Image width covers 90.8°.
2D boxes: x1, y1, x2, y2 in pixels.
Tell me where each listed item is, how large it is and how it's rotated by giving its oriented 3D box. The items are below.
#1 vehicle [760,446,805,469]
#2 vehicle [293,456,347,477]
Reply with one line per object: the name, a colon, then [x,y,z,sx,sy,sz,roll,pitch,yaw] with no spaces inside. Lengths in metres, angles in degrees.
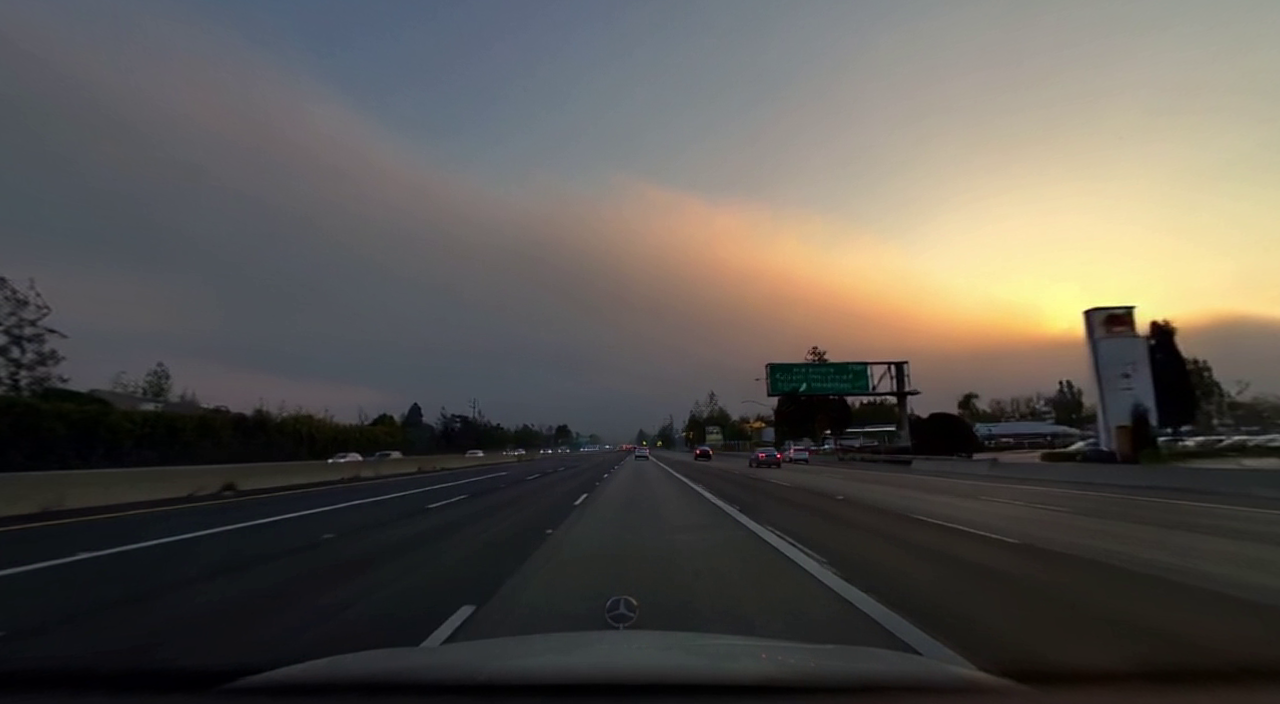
vehicle: [9.901,7.339,44.230,1.953,1.473,4.512,0,-8,-3]
vehicle: [-25.235,9.047,49.987,1.899,1.473,4.724,0,-9,-1]
